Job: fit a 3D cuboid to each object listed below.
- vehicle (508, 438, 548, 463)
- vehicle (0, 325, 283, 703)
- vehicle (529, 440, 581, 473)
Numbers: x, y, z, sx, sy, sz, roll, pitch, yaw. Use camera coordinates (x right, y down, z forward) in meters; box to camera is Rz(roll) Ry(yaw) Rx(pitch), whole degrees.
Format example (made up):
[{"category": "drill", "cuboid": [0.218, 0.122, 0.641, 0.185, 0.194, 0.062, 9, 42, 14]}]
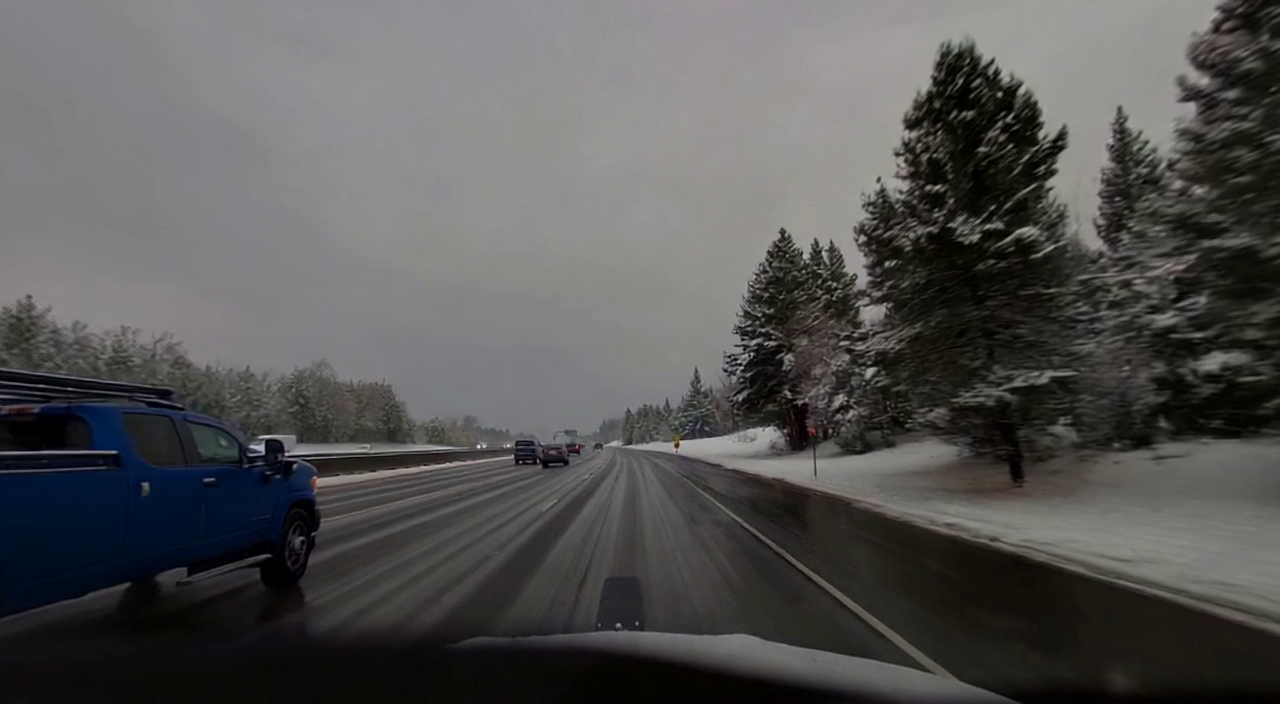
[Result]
[{"category": "vehicle", "cuboid": [-8.342, 7.396, 47.294, 2.186, 1.800, 4.760, 0, -9, 0]}, {"category": "vehicle", "cuboid": [-3.822, 0.717, 2.143, 2.200, 1.807, 5.041, 0, -9, 1]}, {"category": "vehicle", "cuboid": [-4.197, 5.251, 31.842, 2.012, 1.509, 4.359, 0, -9, 0]}]
